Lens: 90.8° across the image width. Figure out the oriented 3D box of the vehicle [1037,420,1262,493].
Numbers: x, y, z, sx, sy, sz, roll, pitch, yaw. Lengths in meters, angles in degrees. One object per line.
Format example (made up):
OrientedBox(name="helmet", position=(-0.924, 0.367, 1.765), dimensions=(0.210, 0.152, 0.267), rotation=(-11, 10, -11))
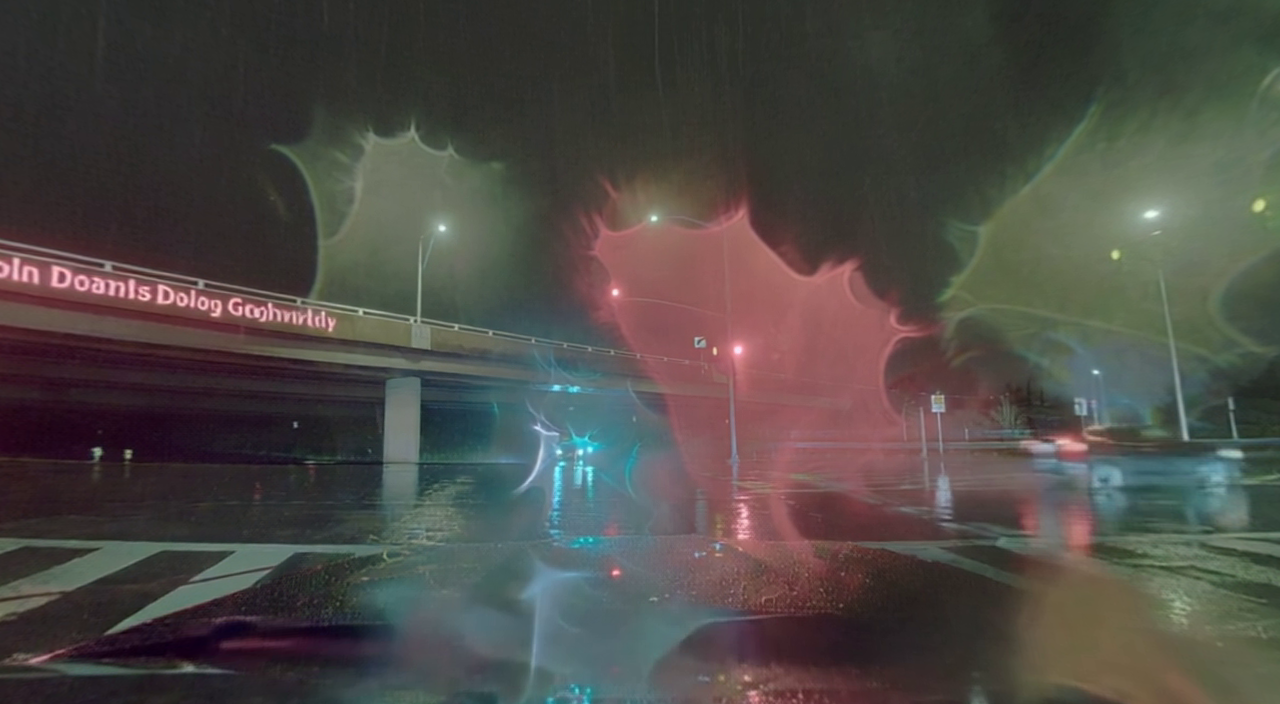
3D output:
OrientedBox(name="vehicle", position=(12.245, 2.510, 15.367), dimensions=(3.897, 1.637, 1.832), rotation=(0, -9, -3))
